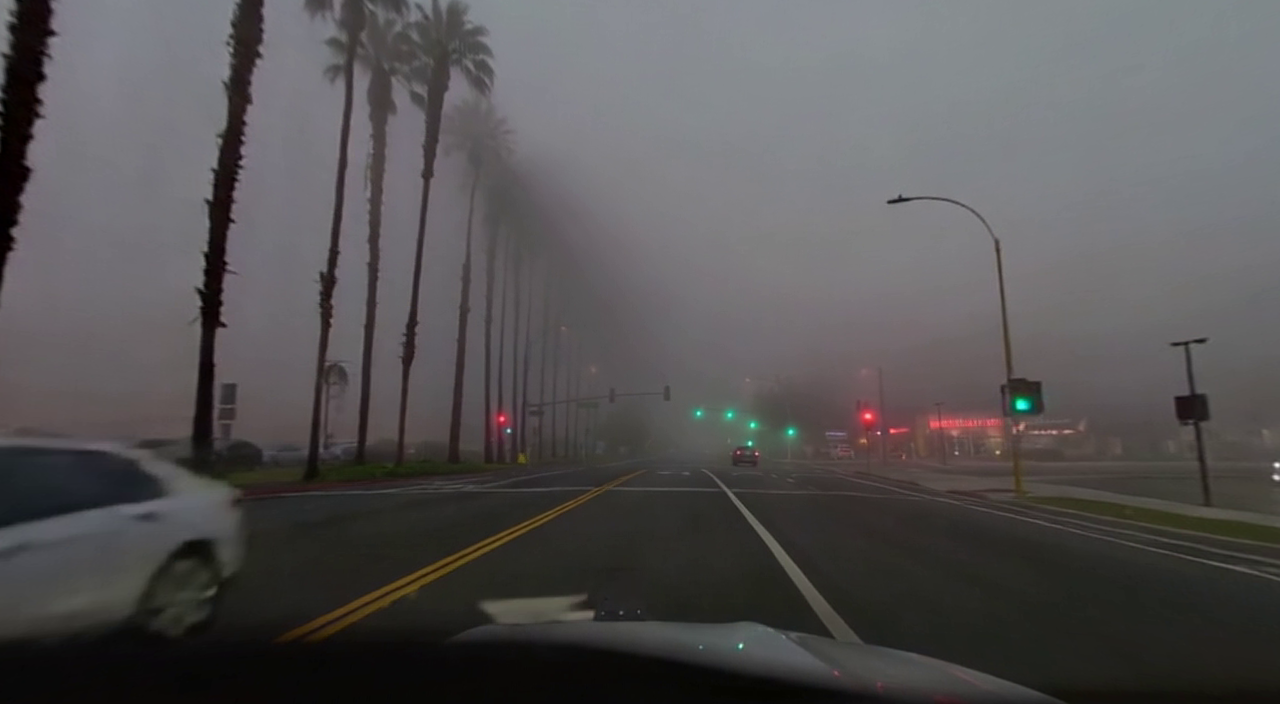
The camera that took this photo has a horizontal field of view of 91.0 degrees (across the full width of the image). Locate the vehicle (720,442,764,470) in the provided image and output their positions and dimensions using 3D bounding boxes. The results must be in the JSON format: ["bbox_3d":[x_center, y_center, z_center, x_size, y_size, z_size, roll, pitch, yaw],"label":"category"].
[{"bbox_3d":[5.813,5.954,36.283,2.065,1.507,4.225,0,-9,3],"label":"vehicle"}]

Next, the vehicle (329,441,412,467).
[{"bbox_3d":[-16.661,6.321,39.053,4.242,1.504,1.969,-1,-9,4],"label":"vehicle"}]

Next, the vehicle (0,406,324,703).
[{"bbox_3d":[-4.044,1.032,3.134,2.090,1.489,4.909,-1,-9,4],"label":"vehicle"}]
